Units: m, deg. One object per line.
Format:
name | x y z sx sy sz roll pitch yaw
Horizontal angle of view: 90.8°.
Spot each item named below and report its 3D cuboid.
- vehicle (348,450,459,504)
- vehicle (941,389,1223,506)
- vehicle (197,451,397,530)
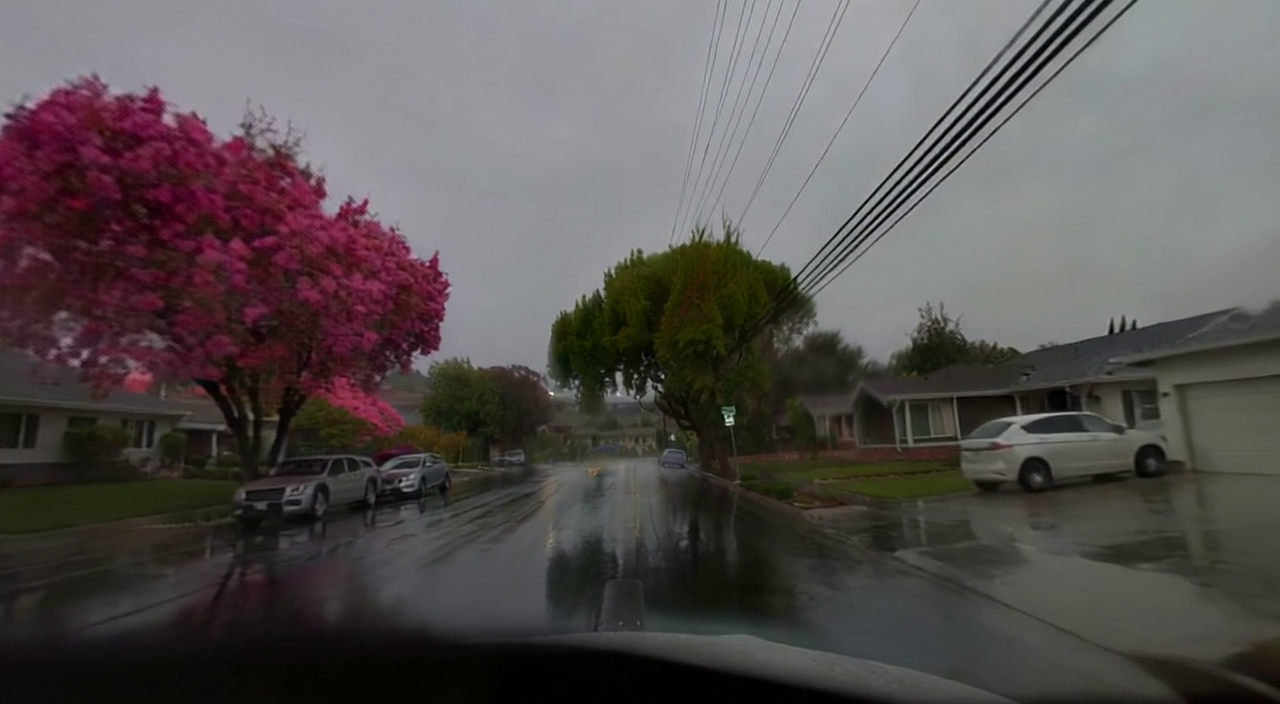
vehicle | -7.345 3.883 20.140 1.896 1.484 4.298 0 -9 0
vehicle | 8.600 1.904 12.619 4.025 1.738 1.920 -6 -9 -1
vehicle | -7.594 3.060 14.658 2.034 1.493 4.524 0 -9 1
